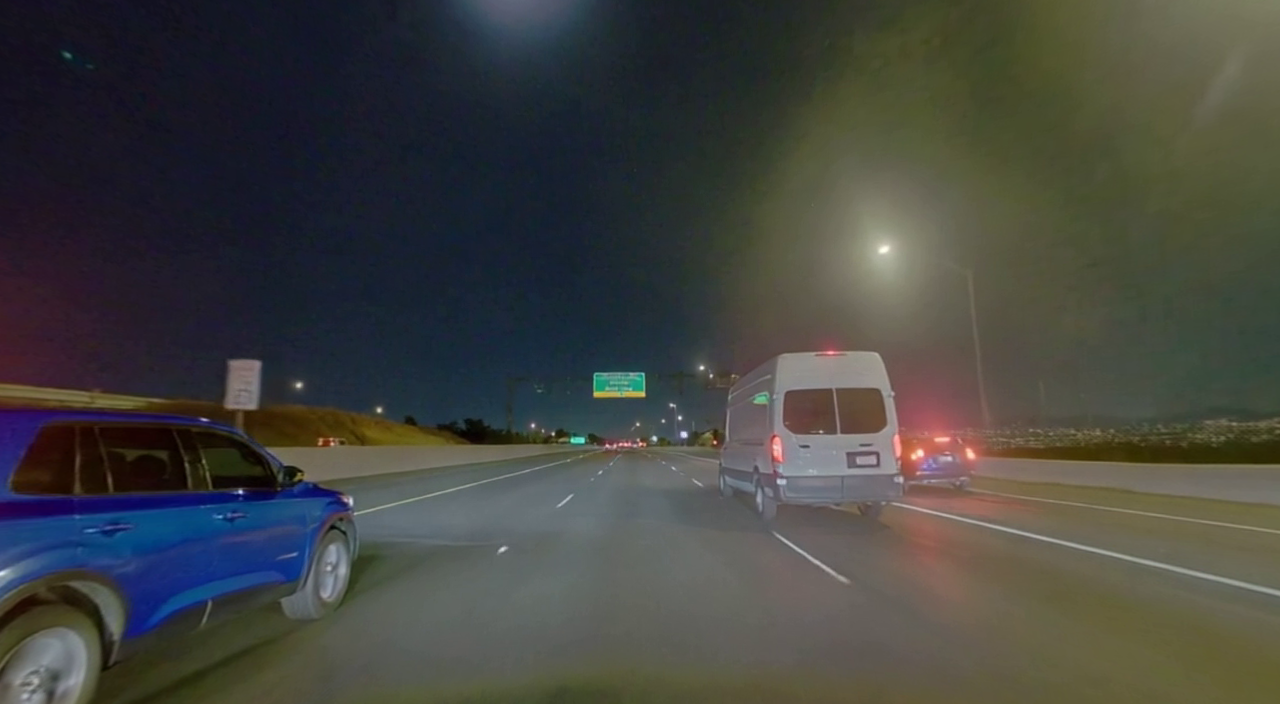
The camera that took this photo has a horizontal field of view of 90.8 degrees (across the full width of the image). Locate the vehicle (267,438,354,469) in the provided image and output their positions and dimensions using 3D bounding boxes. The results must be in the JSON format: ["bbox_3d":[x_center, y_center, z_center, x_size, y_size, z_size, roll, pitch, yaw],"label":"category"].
[{"bbox_3d":[-17.947,5.555,34.704,2.044,1.573,4.964,0,-8,0],"label":"vehicle"}]

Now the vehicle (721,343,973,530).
[{"bbox_3d":[3.438,1.707,12.620,2.629,2.718,6.740,0,-8,-1],"label":"vehicle"}]

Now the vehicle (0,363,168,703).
[{"bbox_3d":[-3.936,0.715,1.753,2.000,1.646,4.201,0,-8,-1],"label":"vehicle"}]
